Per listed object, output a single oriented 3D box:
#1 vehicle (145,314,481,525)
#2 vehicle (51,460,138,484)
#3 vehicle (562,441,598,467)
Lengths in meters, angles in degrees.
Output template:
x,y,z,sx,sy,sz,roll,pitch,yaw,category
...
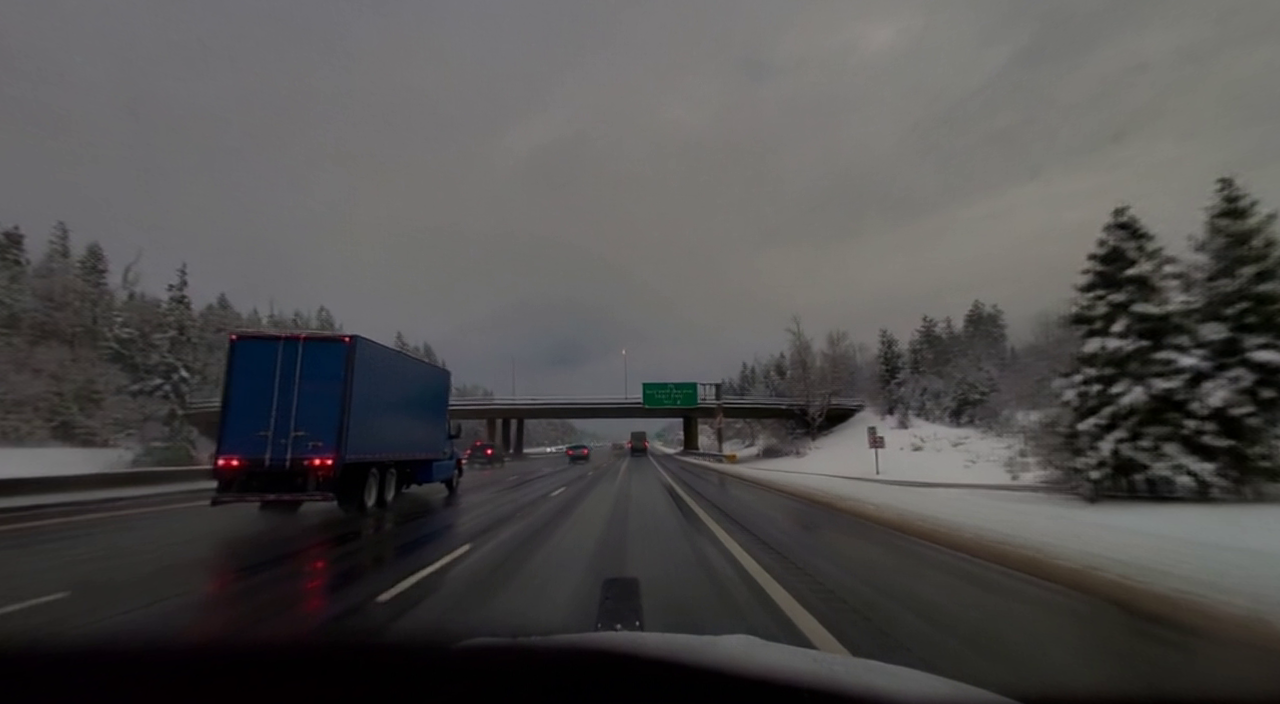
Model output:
x,y,z,sx,sy,sz,roll,pitch,yaw,category
-7.240,1.958,16.684,3.303,3.868,10.298,0,-9,0,vehicle
-39.762,8.722,46.076,1.867,1.579,5.040,0,-9,0,vehicle
-4.174,7.195,44.612,2.094,1.695,4.260,0,-9,0,vehicle
